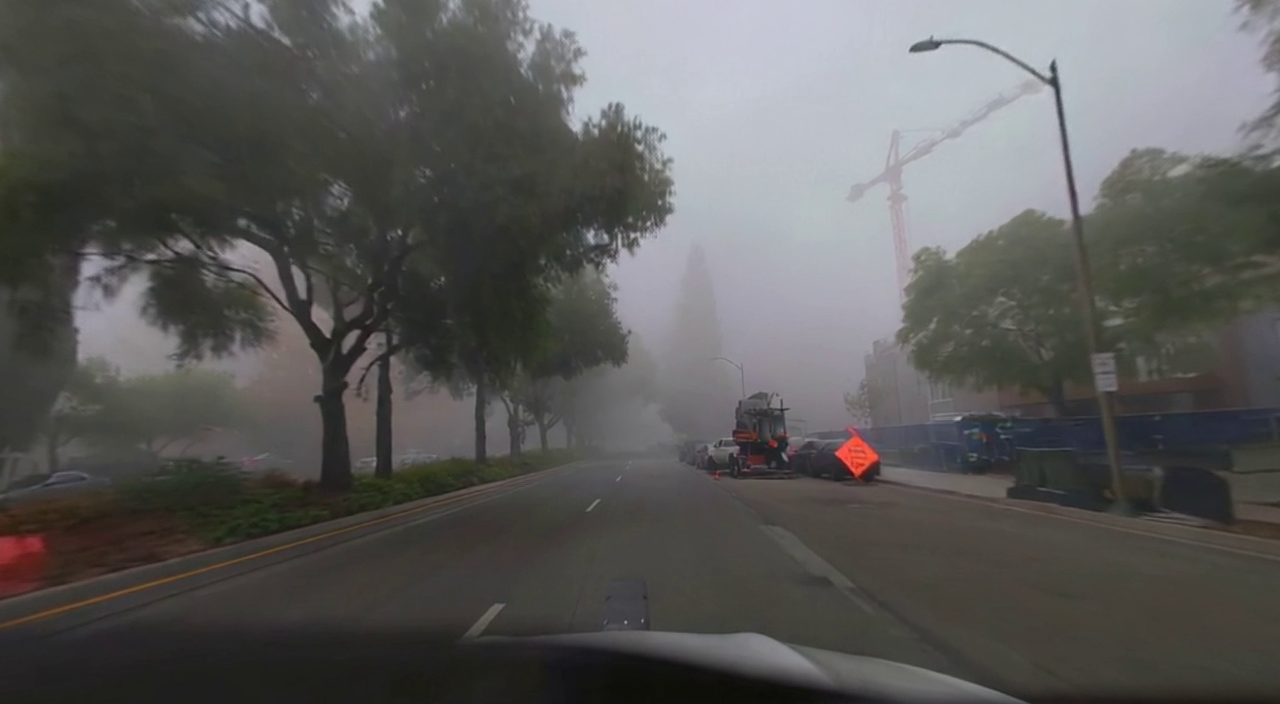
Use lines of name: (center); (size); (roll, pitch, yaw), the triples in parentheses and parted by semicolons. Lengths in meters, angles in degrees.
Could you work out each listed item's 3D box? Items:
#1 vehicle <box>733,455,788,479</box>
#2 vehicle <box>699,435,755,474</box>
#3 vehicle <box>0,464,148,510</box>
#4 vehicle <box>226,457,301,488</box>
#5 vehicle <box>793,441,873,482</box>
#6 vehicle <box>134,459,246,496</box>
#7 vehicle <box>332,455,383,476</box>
vehicle: (5.097, 4.899, 26.927); (1.973, 0.903, 2.151); (0, -8, 2)
vehicle: (4.407, 5.249, 32.597); (2.050, 1.832, 4.794); (0, -8, -2)
vehicle: (-21.556, 5.073, 24.091); (1.847, 1.445, 4.441); (0, -8, 0)
vehicle: (-21.695, 6.904, 36.478); (1.832, 1.583, 4.083); (0, -8, -1)
vehicle: (7.572, 4.304, 25.173); (1.933, 1.483, 4.330); (0, -8, 1)
vehicle: (-21.468, 5.971, 30.384); (1.900, 1.490, 4.775); (0, -8, 0)
vehicle: (-21.580, 8.660, 48.301); (1.811, 1.480, 4.425); (0, -8, 0)
